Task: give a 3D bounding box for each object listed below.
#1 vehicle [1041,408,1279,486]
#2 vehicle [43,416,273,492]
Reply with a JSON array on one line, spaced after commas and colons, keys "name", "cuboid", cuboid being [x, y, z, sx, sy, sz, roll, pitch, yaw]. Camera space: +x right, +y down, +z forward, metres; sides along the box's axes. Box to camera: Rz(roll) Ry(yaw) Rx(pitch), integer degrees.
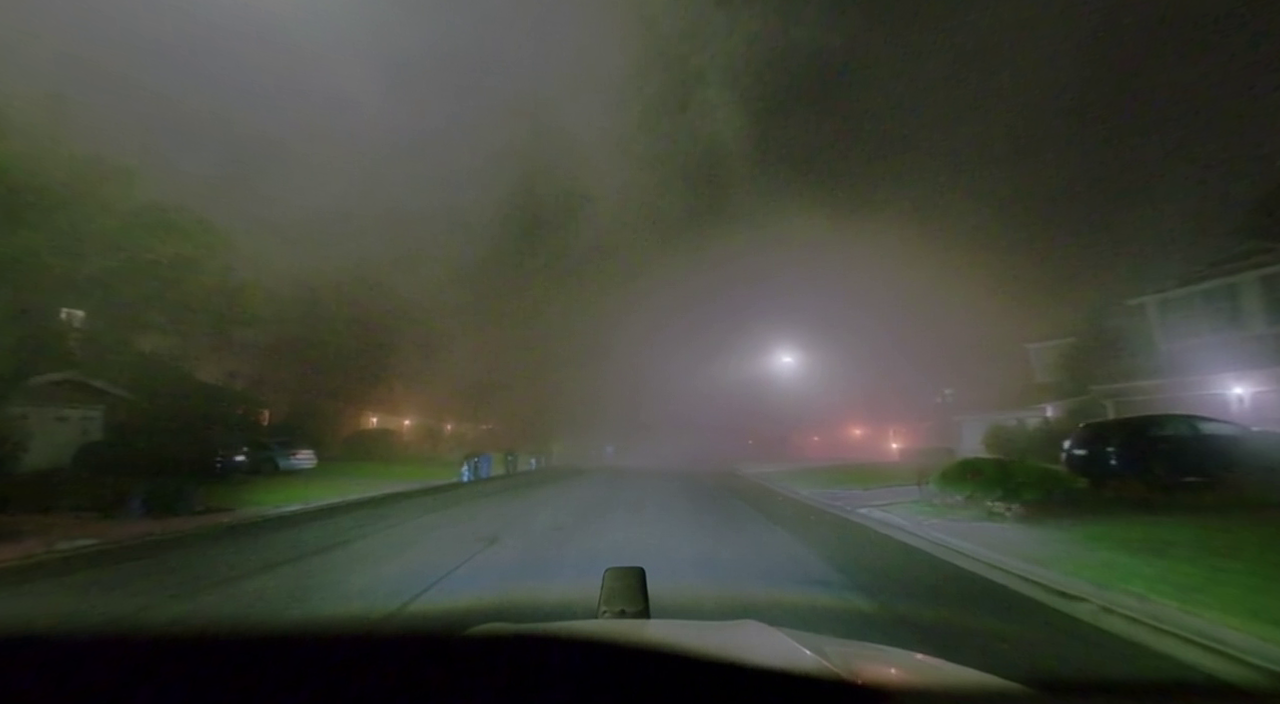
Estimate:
[{"name": "vehicle", "cuboid": [11.459, 2.020, 13.532, 4.254, 1.538, 2.020, 0, -8, 2]}, {"name": "vehicle", "cuboid": [-13.227, 2.824, 17.560, 4.587, 1.786, 2.127, 2, -9, 2]}]
